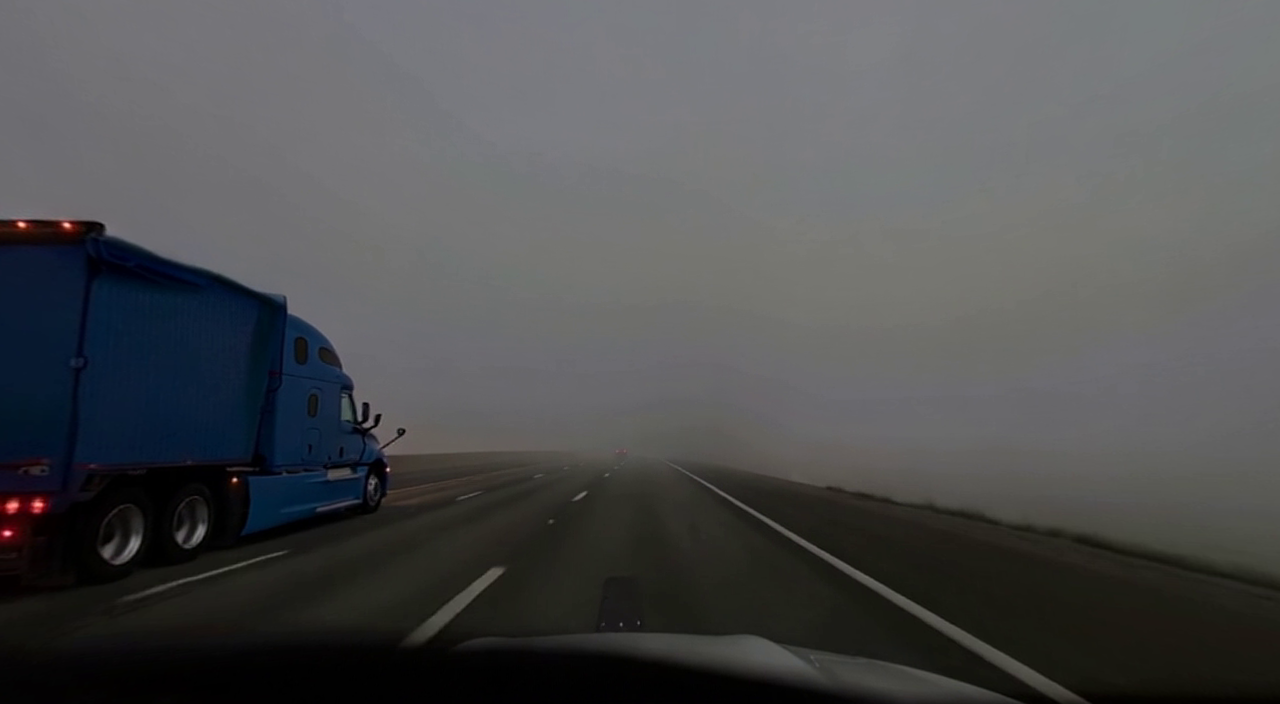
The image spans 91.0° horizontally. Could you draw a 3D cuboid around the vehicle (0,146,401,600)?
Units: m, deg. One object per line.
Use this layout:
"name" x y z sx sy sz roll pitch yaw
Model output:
"vehicle" -6.982 0.781 9.557 2.996 3.947 8.600 0 -9 2
